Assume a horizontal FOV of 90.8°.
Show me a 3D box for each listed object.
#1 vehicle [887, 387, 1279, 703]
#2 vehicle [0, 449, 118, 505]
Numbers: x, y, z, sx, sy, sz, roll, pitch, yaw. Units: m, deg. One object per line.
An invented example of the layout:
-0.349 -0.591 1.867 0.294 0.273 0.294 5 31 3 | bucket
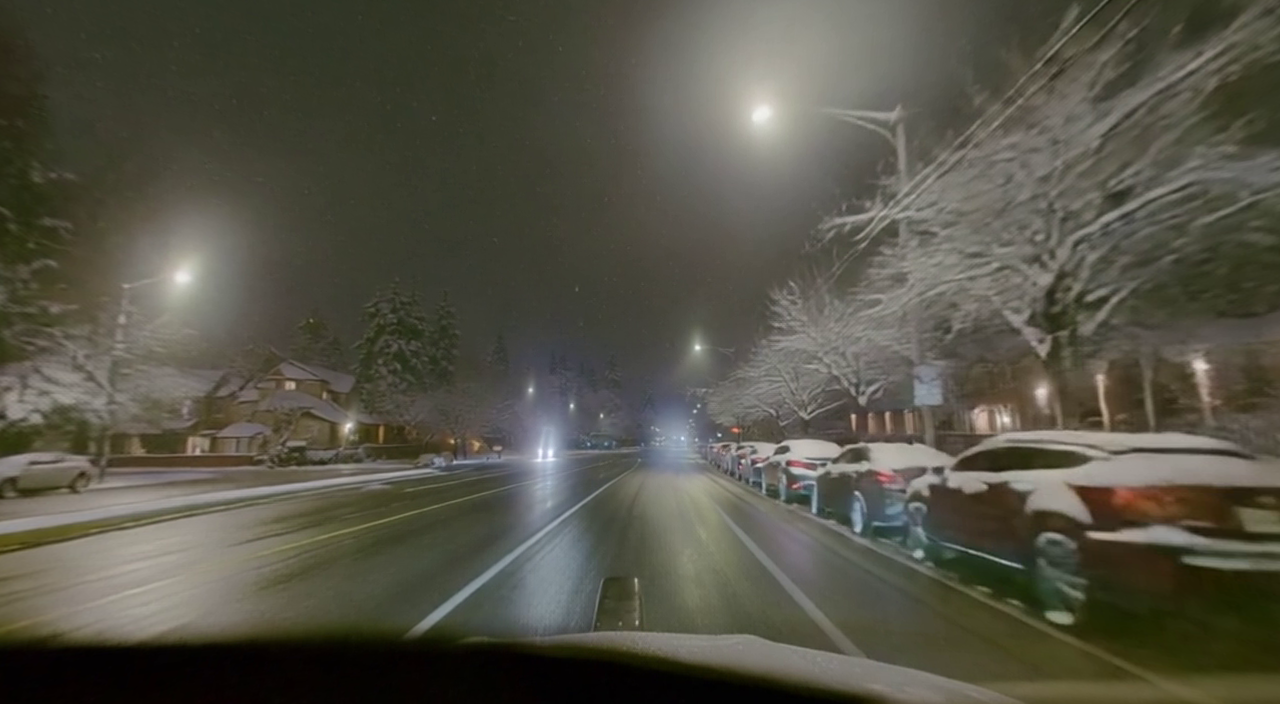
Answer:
4.118 1.345 5.576 1.957 1.657 4.452 0 -9 -2 | vehicle
-23.128 4.704 24.134 2.171 1.745 4.867 -2 -7 1 | vehicle
